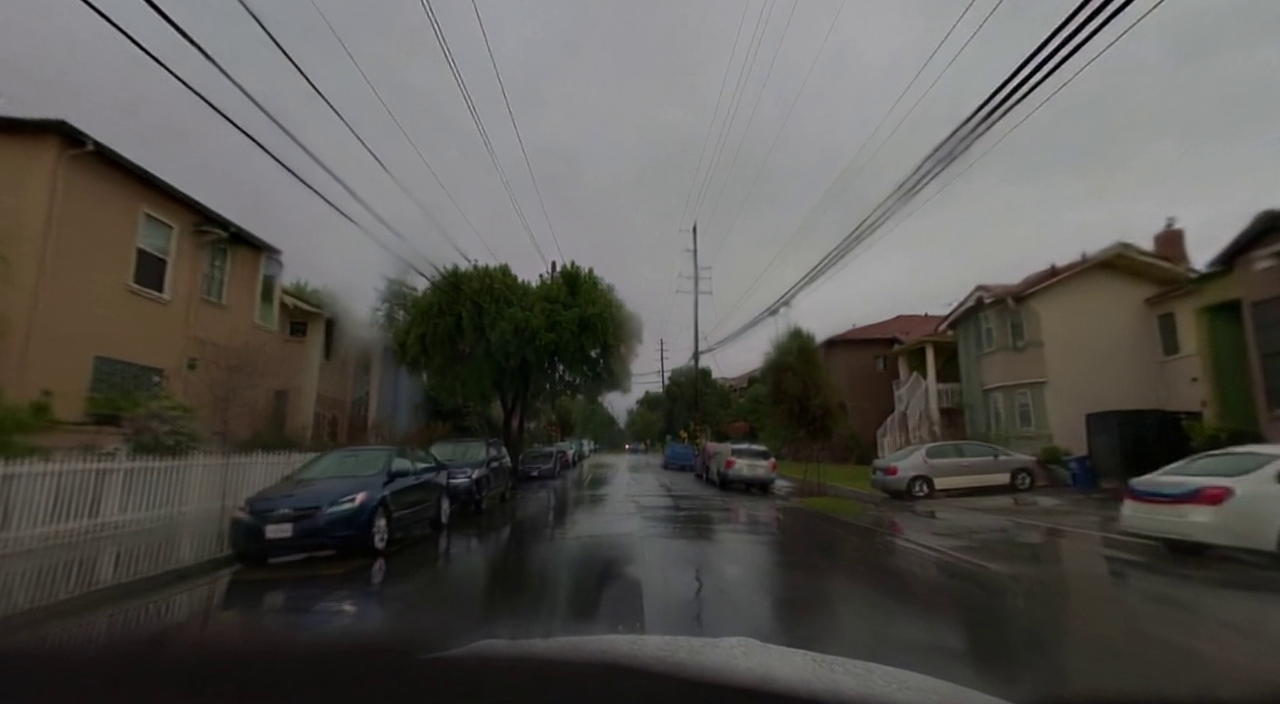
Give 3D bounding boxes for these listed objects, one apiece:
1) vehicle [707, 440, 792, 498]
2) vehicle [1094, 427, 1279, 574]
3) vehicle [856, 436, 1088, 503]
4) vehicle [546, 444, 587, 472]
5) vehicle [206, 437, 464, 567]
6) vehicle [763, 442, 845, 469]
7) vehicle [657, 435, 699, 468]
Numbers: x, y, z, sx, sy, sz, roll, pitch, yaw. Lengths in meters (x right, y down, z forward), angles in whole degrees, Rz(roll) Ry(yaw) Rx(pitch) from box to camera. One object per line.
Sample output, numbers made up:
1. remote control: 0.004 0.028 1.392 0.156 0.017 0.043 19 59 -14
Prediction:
1. vehicle: 3.249 3.562 19.586 1.916 1.587 3.986 0 -9 0
2. vehicle: 8.457 1.637 7.390 4.782 1.459 1.923 0 -9 -1
3. vehicle: 7.806 2.786 15.213 4.480 1.497 1.884 0 -8 1
4. vehicle: -4.259 6.241 37.298 1.979 1.471 4.366 1 -9 -1
5. vehicle: -4.155 2.066 9.547 1.745 1.490 4.304 0 -8 0
6. vehicle: 9.381 5.947 36.465 4.148 1.516 1.976 0 -8 -2
7. vehicle: 2.593 7.090 45.017 2.564 2.155 6.053 0 -8 -1
